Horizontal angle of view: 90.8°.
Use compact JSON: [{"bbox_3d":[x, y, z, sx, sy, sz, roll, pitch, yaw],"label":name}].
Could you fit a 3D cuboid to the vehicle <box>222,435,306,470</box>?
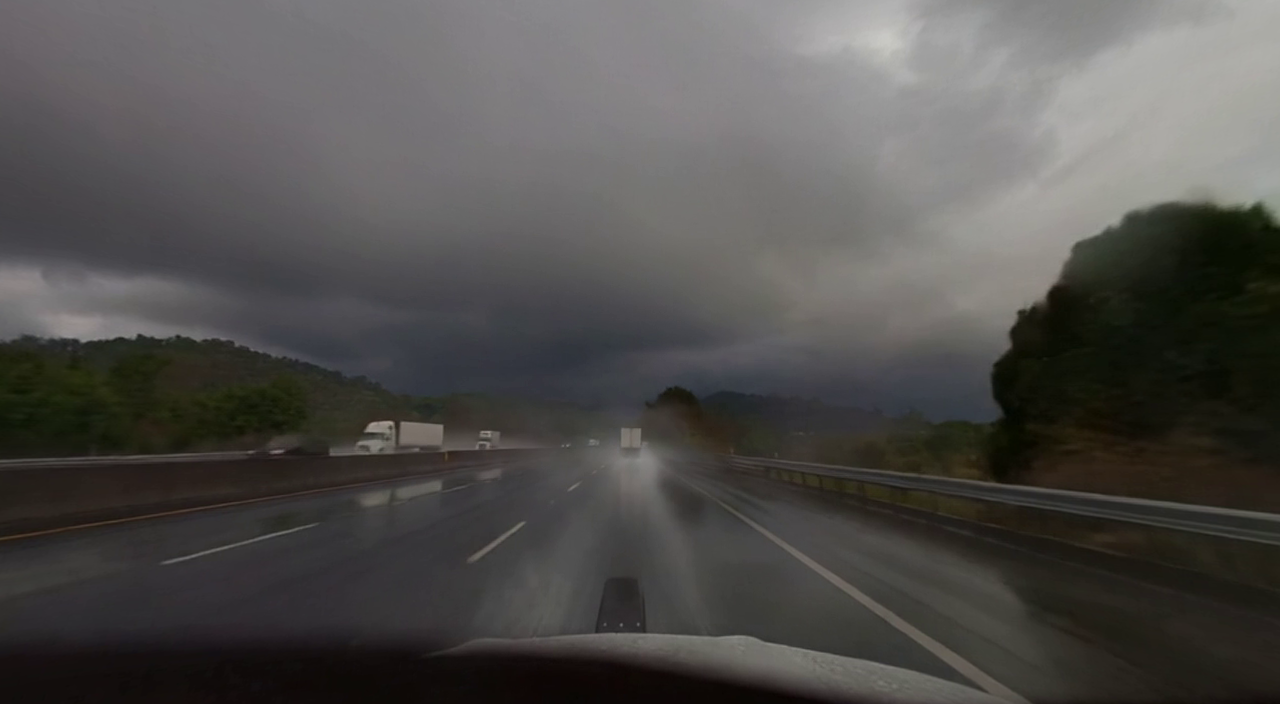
[{"bbox_3d":[-16.955,4.545,28.632,1.715,1.454,3.326,0,-9,0],"label":"vehicle"}]
